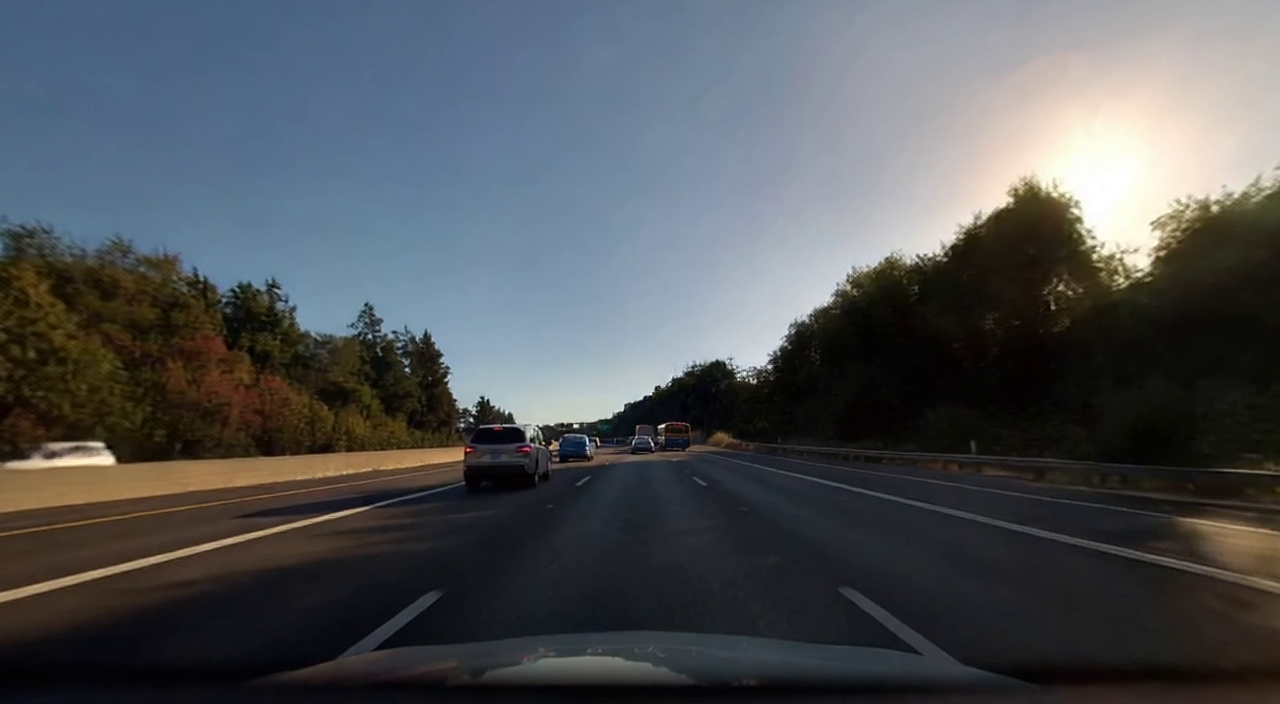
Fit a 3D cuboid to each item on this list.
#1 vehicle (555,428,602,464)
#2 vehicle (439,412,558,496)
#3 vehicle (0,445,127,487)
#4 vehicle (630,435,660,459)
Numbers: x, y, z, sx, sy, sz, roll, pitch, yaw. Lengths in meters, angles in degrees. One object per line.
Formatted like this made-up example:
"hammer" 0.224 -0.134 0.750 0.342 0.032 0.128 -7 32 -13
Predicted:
"vehicle" -3.371 5.267 35.326 2.155 1.843 4.567 0 -8 0
"vehicle" -3.536 2.669 16.704 2.016 1.898 4.458 0 -8 1
"vehicle" -23.122 4.431 24.862 1.806 1.464 4.678 0 -8 0
"vehicle" 0.329 6.659 44.259 2.042 1.632 3.654 0 -8 0
